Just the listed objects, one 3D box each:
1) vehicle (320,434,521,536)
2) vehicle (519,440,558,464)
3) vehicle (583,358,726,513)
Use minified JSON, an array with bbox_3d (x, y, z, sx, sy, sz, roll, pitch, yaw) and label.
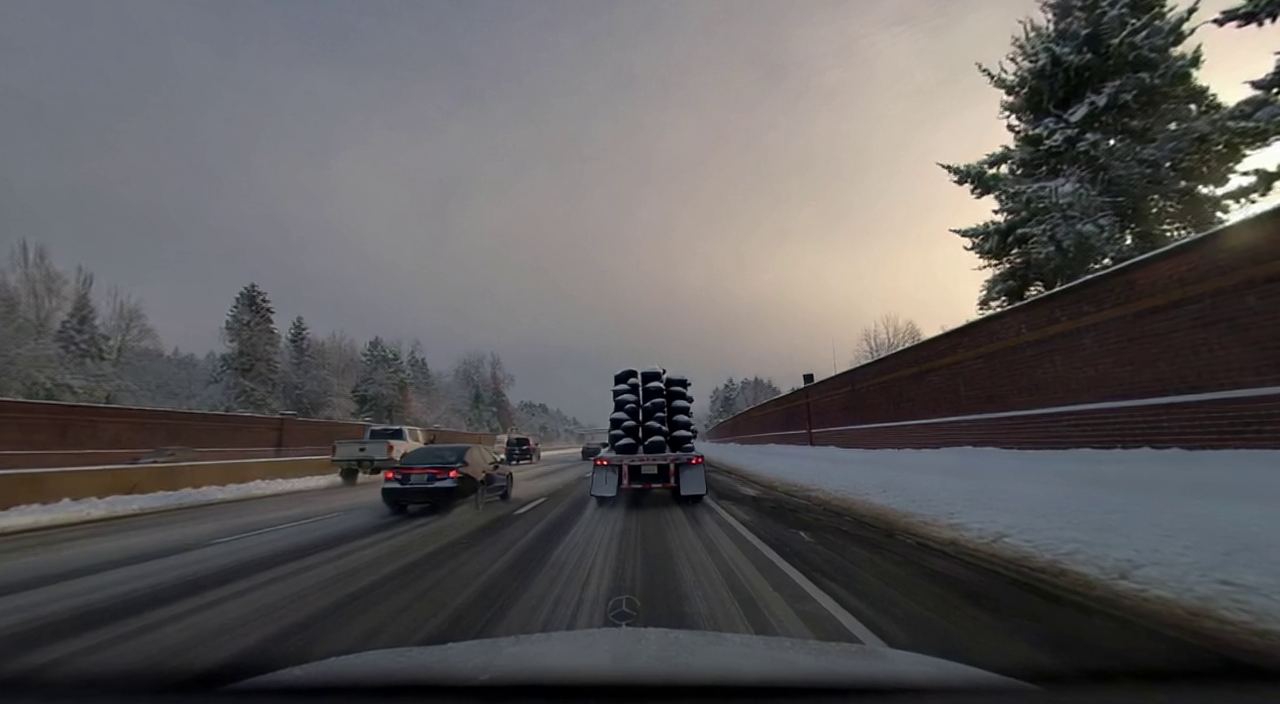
[{"bbox_3d":[-3.647,2.284,11.555,1.974,1.475,4.538,0,-8,1],"label":"vehicle"},{"bbox_3d":[-7.155,7.116,44.959,1.965,1.627,4.288,0,-8,1],"label":"vehicle"},{"bbox_3d":[0.355,2.259,16.749,2.798,3.071,8.412,0,-8,1],"label":"vehicle"}]
